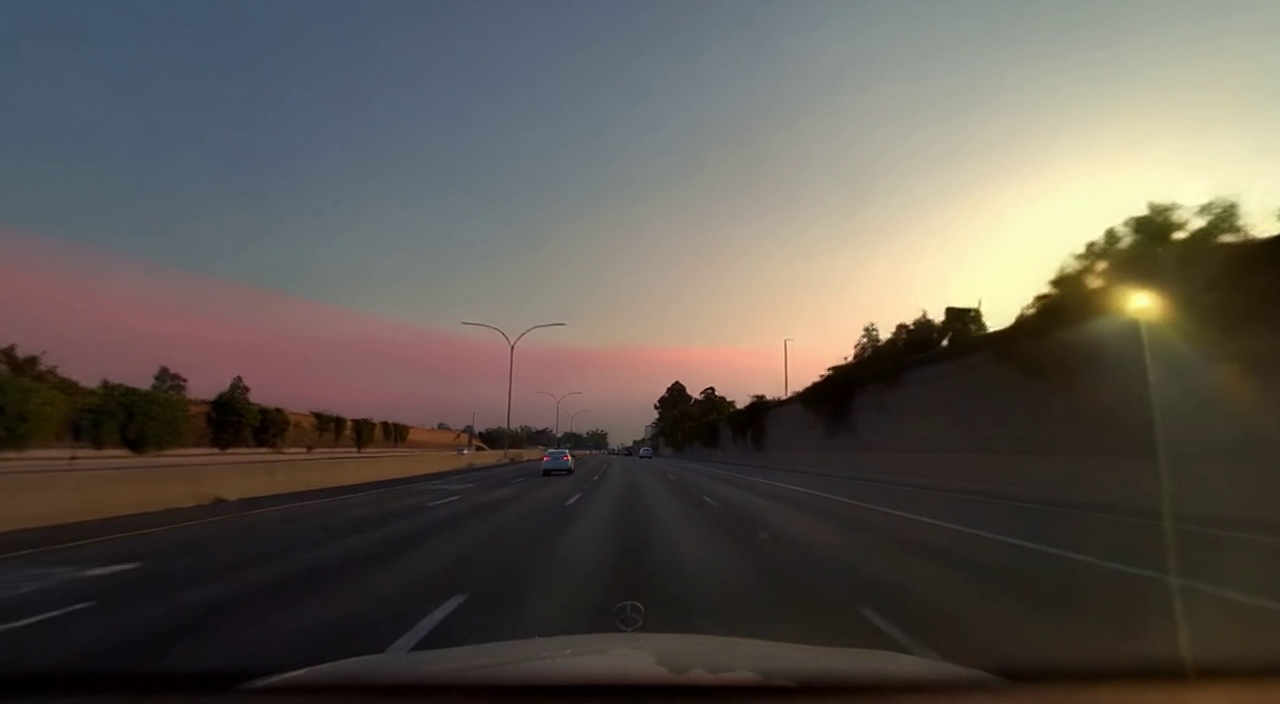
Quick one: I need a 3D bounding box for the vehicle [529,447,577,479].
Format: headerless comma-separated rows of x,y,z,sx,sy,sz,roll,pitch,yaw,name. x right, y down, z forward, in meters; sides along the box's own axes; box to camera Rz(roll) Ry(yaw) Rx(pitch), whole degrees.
-4.389,5.670,32.466,2.014,1.481,4.156,0,-9,-2,vehicle
